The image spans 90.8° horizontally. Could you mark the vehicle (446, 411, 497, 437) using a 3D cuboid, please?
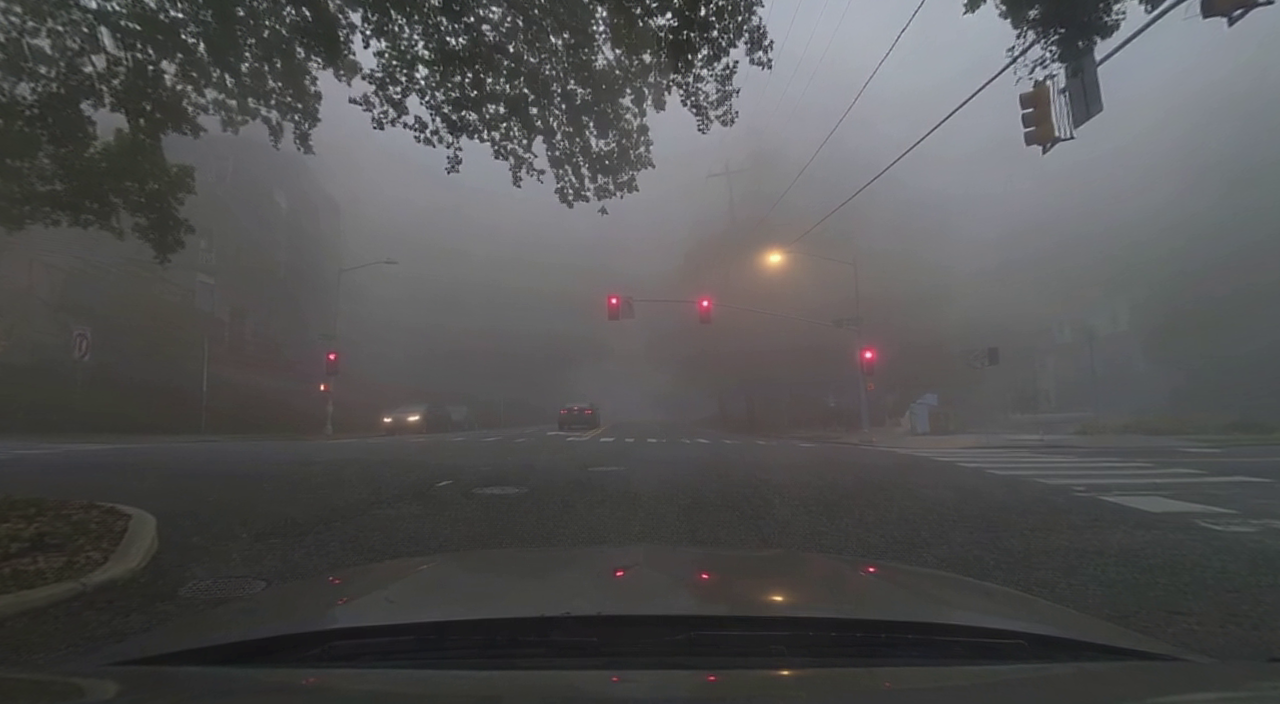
[{"bbox_3d":[-11.029,4.792,41.751,1.899,1.510,4.294,-1,-9,4],"label":"vehicle"}]

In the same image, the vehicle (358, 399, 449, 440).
[{"bbox_3d":[-12.309,3.643,33.328,2.340,1.902,4.920,-1,-9,8],"label":"vehicle"}]

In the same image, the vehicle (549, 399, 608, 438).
[{"bbox_3d":[-3.220,3.708,34.484,2.306,1.907,5.382,-1,-9,4],"label":"vehicle"}]

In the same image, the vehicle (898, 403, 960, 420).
[{"bbox_3d":[22.296,4.636,48.867,3.933,1.219,1.700,0,-9,4],"label":"vehicle"}]
